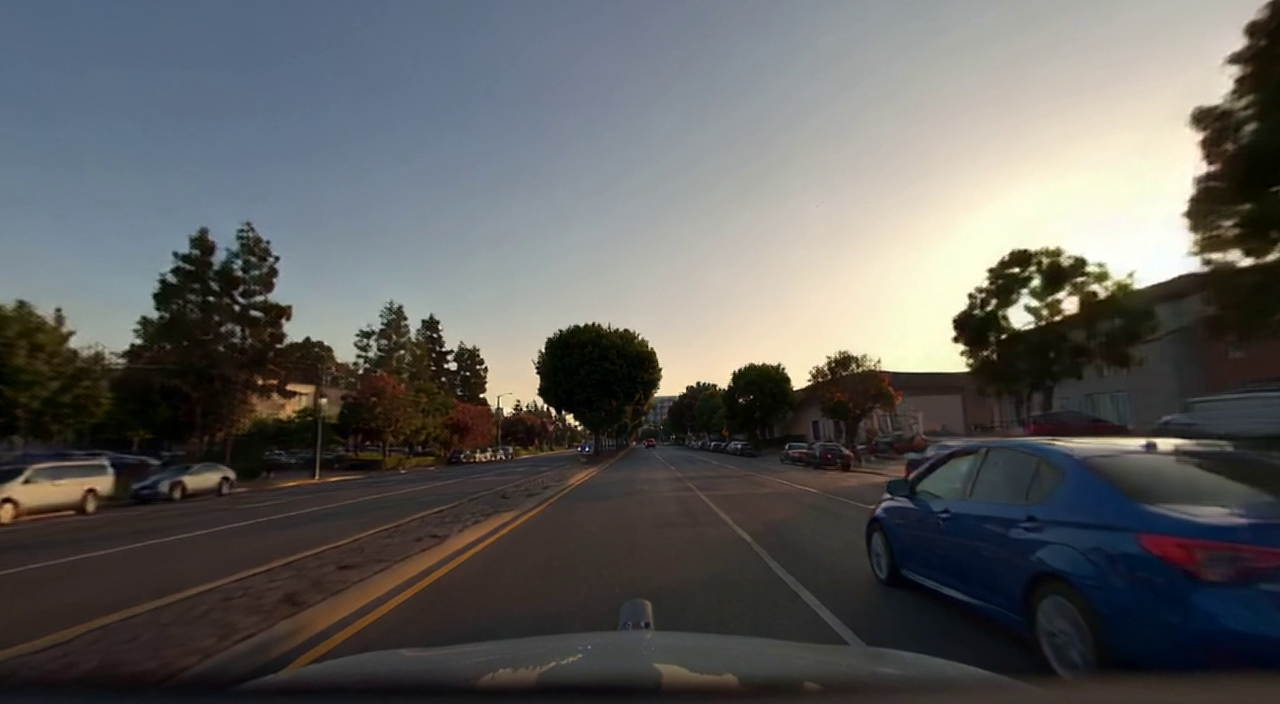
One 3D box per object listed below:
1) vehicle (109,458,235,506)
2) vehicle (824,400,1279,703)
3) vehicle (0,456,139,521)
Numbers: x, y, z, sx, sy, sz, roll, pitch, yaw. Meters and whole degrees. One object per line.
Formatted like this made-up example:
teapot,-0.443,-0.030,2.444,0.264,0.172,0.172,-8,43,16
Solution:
vehicle,-18.602,5.145,25.339,1.828,1.457,4.292,-3,-7,0
vehicle,3.057,1.211,4.455,2.141,1.443,4.499,0,-8,0
vehicle,-18.719,4.194,19.931,1.993,1.686,4.698,0,-8,-2
